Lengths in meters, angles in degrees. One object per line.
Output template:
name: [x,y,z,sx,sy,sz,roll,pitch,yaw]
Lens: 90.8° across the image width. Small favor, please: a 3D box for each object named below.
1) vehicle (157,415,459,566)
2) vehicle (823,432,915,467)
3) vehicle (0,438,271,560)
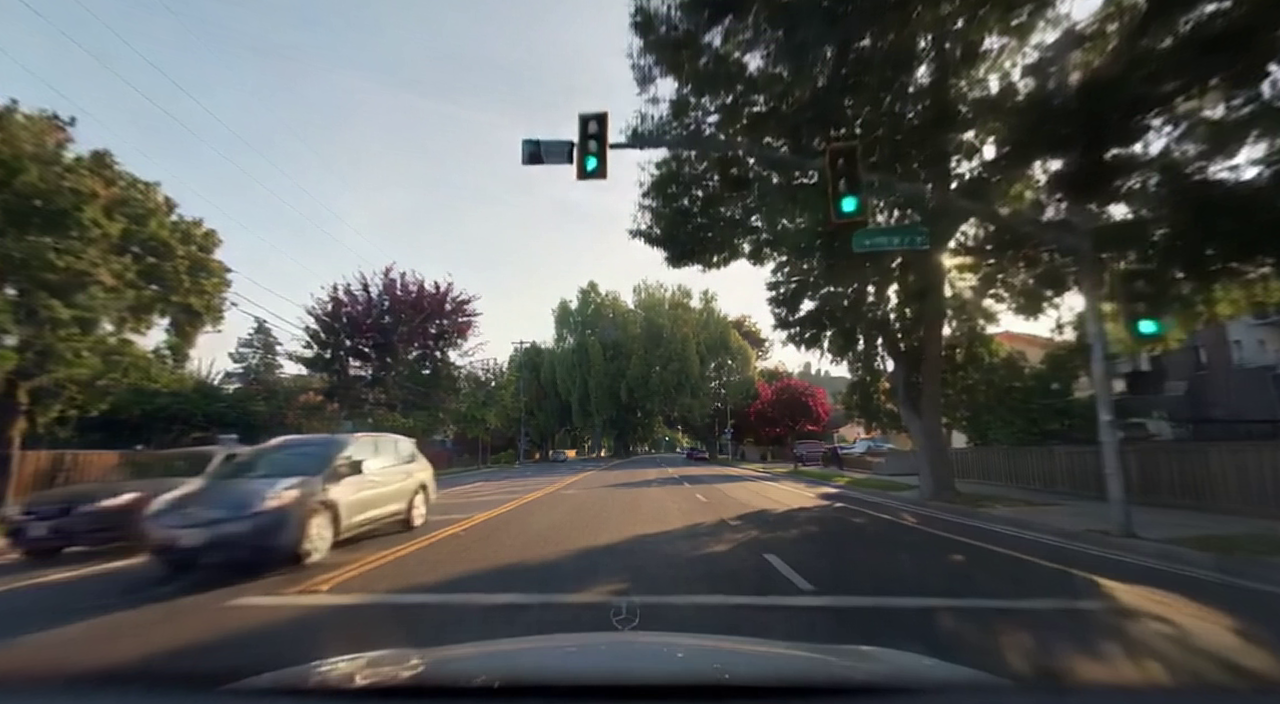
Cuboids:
vehicle: [-4.505,1.936,9.622,2.095,1.731,4.462,0,-8,1]
vehicle: [13.538,5.764,37.575,4.711,1.979,2.019,0,-9,4]
vehicle: [-8.437,2.286,10.613,1.925,1.615,4.085,0,-8,1]
